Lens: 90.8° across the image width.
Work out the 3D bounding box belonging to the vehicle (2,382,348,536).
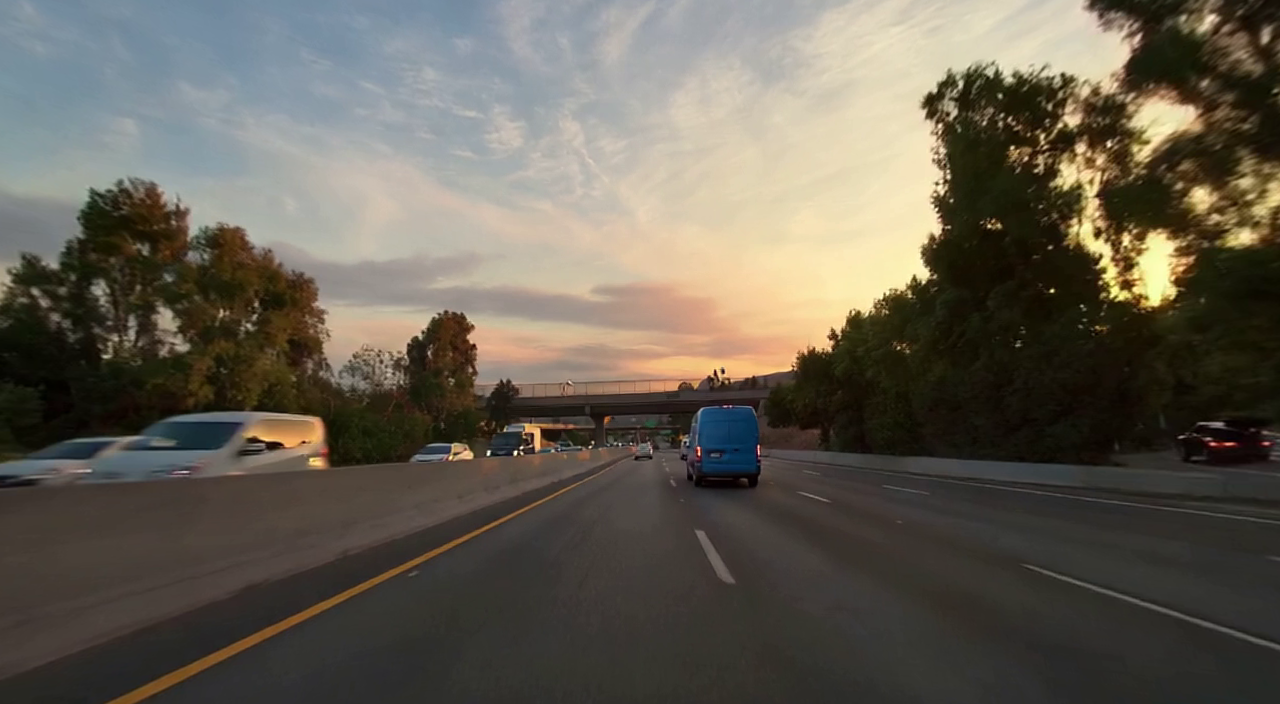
[{"bbox_3d":[-8.174,1.999,12.123,2.298,2.253,5.438,-1,-9,2],"label":"vehicle"}]

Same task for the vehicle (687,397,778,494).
[{"bbox_3d":[3.275,3.582,24.147,2.460,3.155,6.902,0,-9,0],"label":"vehicle"}]

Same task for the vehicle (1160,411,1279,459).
[{"bbox_3d":[28.642,4.026,30.017,2.398,2.050,5.776,1,-9,-6],"label":"vehicle"}]

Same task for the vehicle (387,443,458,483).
[{"bbox_3d":[-11.263,5.768,33.051,2.038,1.929,4.288,0,-9,2],"label":"vehicle"}]

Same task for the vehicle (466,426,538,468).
[{"bbox_3d":[-7.269,5.124,34.059,2.237,2.014,6.330,-1,-9,2],"label":"vehicle"}]
